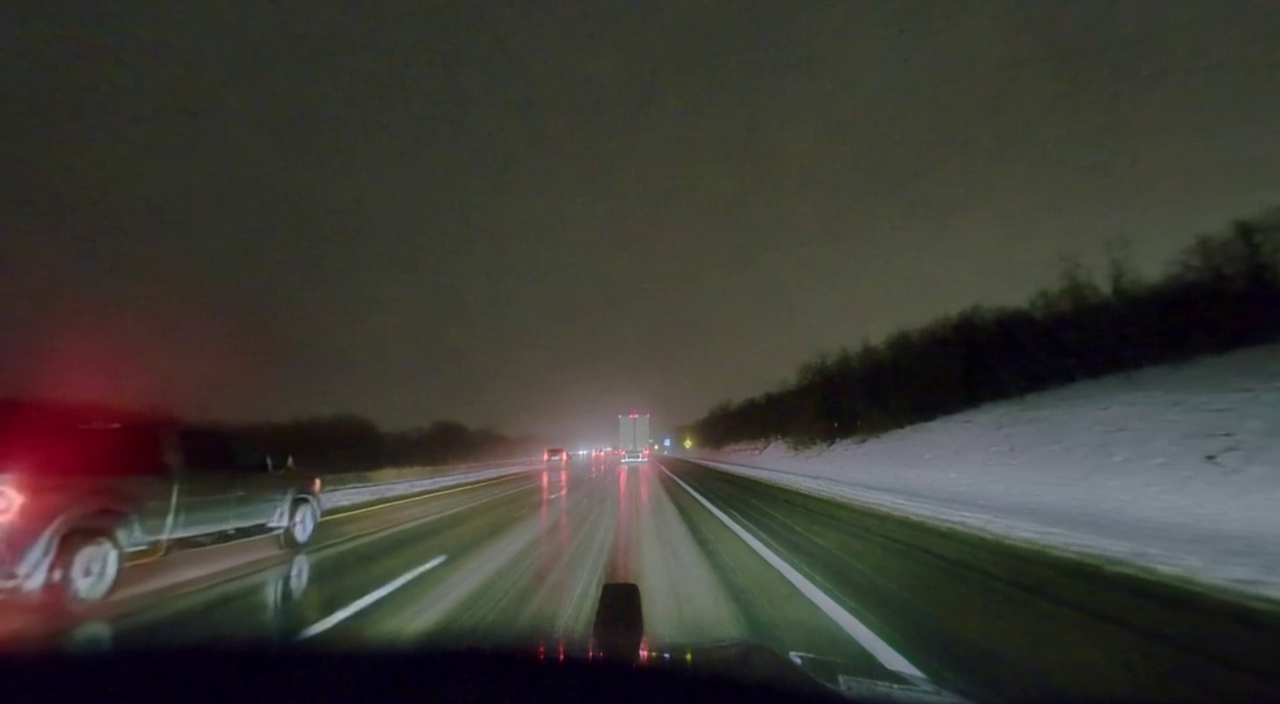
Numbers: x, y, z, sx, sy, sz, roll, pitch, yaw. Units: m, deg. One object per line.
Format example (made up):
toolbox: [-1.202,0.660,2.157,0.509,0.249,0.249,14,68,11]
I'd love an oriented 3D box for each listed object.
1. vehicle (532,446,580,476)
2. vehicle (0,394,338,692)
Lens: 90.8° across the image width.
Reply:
vehicle: [-4.436,5.806,33.916,1.978,1.507,4.062,0,-9,0]
vehicle: [-4.503,1.297,5.109,1.991,1.618,4.211,0,-9,0]
